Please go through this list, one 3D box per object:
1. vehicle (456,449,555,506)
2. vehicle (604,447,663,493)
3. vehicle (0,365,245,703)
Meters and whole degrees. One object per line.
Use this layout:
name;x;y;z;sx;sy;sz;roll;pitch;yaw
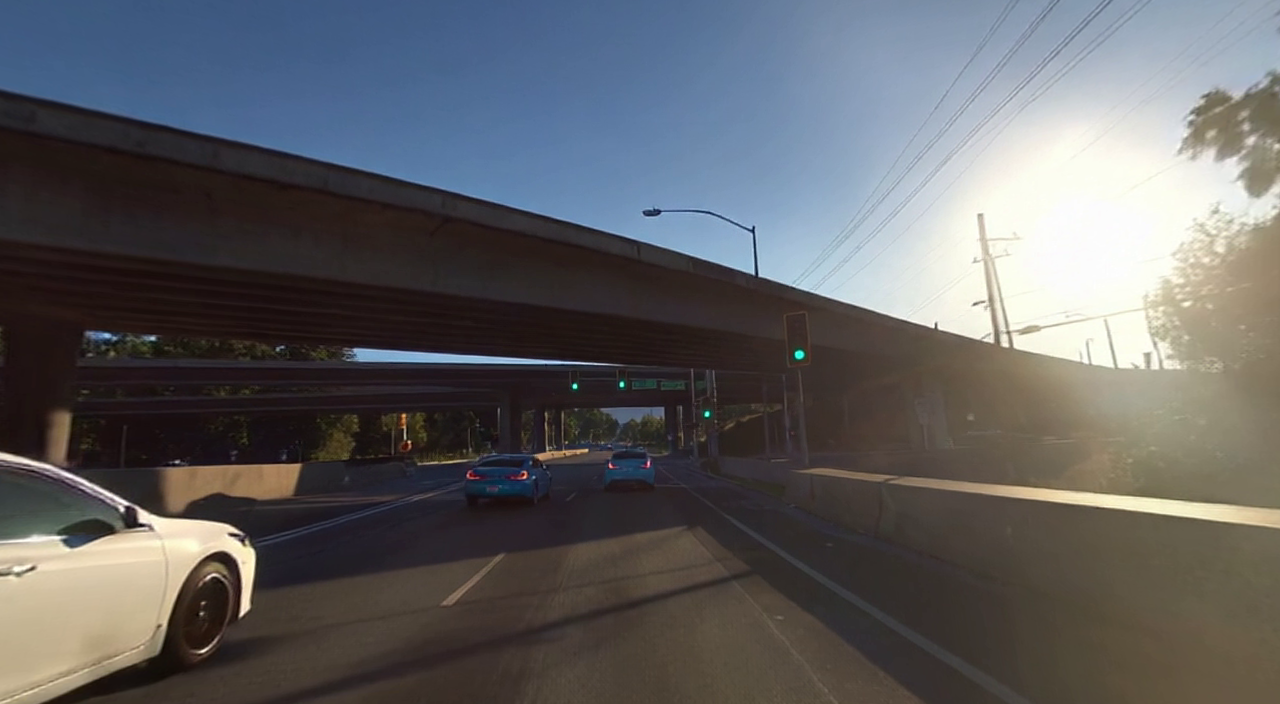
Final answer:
vehicle;-3.750;3.557;18.377;1.946;1.437;4.154;0;-8;0
vehicle;-0.238;4.339;23.652;1.985;1.565;3.968;0;-8;0
vehicle;-3.526;0.800;1.859;1.925;1.666;4.271;0;-8;0
